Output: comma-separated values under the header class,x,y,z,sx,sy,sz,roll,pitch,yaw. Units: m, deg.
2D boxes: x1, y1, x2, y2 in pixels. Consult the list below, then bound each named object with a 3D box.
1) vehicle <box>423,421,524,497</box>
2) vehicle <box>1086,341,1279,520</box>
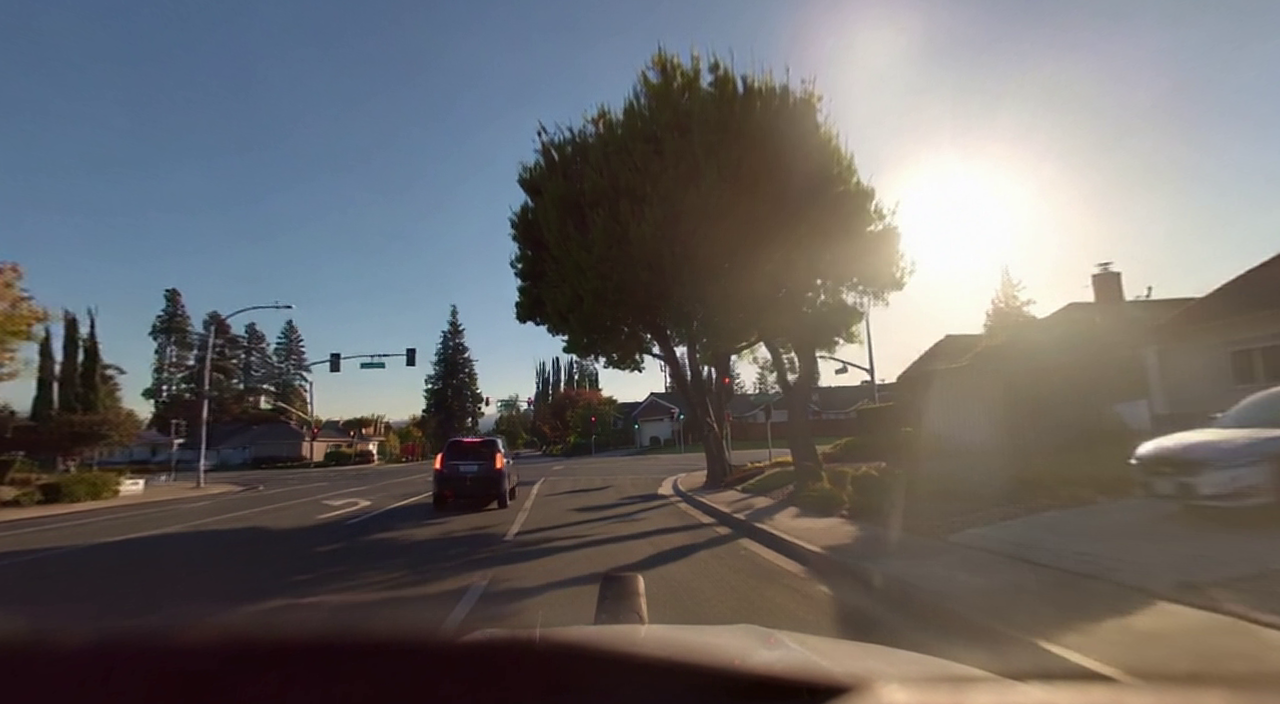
class,x,y,z,sx,sy,sz,roll,pitch,yaw
vehicle,-4.510,3.000,17.880,2.041,1.834,4.679,1,-9,-6
vehicle,7.929,0.885,6.939,4.663,1.618,1.962,1,-9,-6
